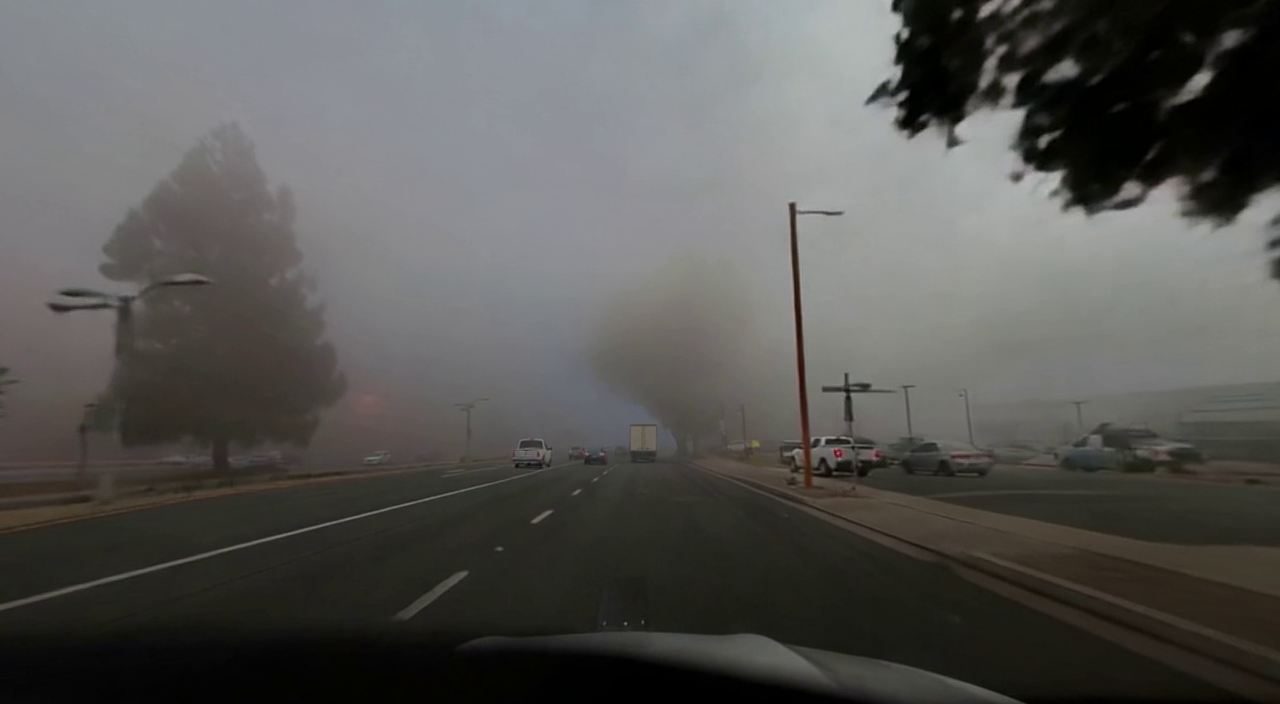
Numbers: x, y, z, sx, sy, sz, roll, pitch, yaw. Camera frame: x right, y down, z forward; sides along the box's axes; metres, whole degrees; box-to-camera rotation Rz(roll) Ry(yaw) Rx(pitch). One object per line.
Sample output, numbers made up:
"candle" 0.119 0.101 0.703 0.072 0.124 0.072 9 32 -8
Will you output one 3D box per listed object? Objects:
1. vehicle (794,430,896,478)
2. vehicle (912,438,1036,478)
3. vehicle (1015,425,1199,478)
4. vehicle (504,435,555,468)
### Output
"vehicle" 8.191 4.126 25.744 2.057 1.750 4.679 1 -9 -8
"vehicle" 13.418 4.272 25.680 1.944 1.476 4.483 2 -9 -13
"vehicle" 18.509 3.989 25.497 2.211 1.880 5.847 2 -9 -12
"vehicle" -6.842 6.240 39.568 2.149 1.893 5.187 0 -8 1
